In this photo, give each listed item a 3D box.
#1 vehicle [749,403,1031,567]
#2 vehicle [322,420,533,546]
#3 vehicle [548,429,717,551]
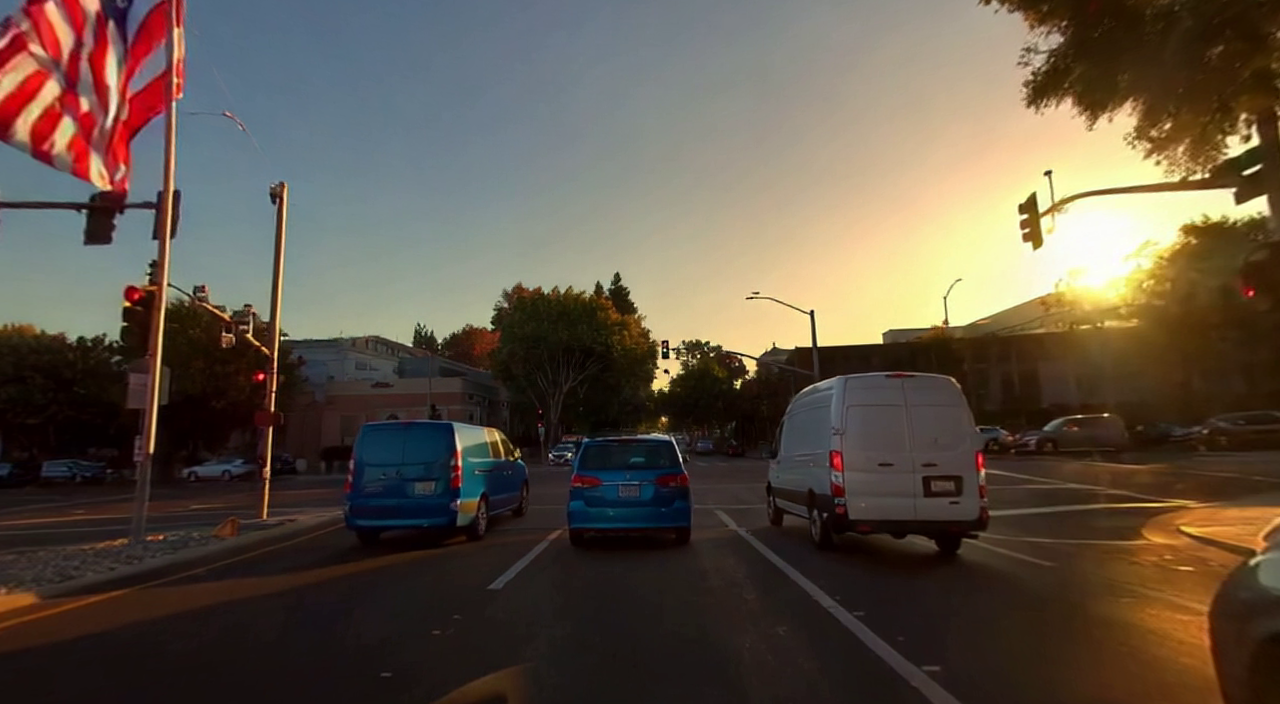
[{"bbox_3d":[3.068,1.760,9.035,2.178,1.746,4.400,0,-9,-1],"label":"vehicle"},{"bbox_3d":[-3.221,2.069,10.578,2.024,1.677,3.998,0,-9,2],"label":"vehicle"},{"bbox_3d":[-0.113,2.035,9.984,2.098,1.494,4.118,0,-9,-1],"label":"vehicle"}]
